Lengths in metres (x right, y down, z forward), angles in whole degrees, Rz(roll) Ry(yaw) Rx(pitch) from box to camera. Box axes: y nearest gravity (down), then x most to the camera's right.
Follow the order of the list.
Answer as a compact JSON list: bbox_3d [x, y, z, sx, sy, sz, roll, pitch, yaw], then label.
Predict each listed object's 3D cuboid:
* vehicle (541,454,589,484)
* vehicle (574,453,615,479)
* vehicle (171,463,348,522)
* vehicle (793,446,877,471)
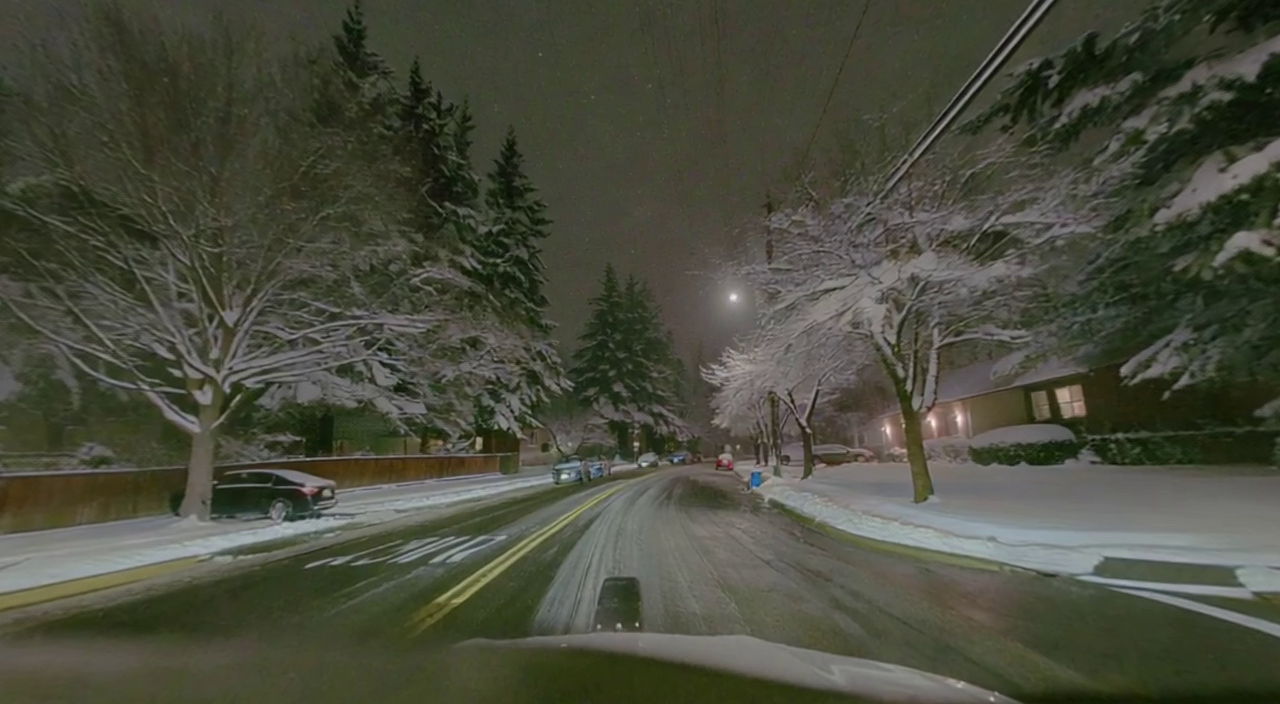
[{"bbox_3d":[-4.418,7.097,37.924,1.886,1.494,4.149,-2,-14,7],"label":"vehicle"},{"bbox_3d":[-3.180,8.203,45.128,1.972,1.536,4.347,-2,-14,8],"label":"vehicle"},{"bbox_3d":[-10.574,3.870,17.661,3.947,1.442,1.858,-2,-9,12],"label":"vehicle"},{"bbox_3d":[12.364,6.756,40.205,4.744,1.507,1.953,-1,-8,5],"label":"vehicle"}]
